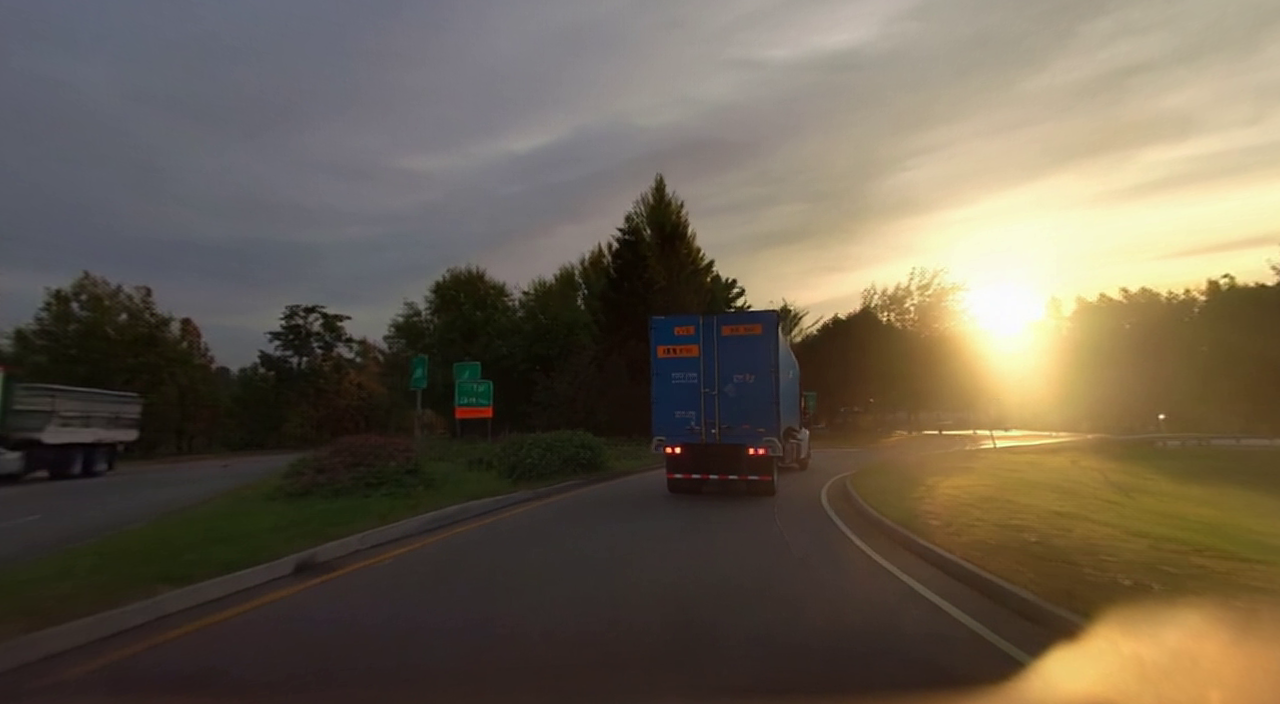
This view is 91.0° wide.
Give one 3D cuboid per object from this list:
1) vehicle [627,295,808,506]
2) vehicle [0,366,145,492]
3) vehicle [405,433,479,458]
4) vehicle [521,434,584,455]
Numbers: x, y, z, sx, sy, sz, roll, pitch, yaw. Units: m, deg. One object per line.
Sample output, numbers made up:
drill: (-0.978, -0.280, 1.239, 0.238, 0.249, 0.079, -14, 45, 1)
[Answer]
vehicle: (2.481, 1.453, 15.714, 2.937, 3.647, 9.344, -3, -8, 16)
vehicle: (-20.360, 2.488, 19.832, 2.783, 3.629, 10.707, 1, -8, -12)
vehicle: (-13.666, 6.430, 43.535, 4.578, 1.573, 1.806, 3, -9, -28)
vehicle: (-6.500, 6.844, 46.723, 4.350, 1.410, 1.726, 2, -8, -21)
